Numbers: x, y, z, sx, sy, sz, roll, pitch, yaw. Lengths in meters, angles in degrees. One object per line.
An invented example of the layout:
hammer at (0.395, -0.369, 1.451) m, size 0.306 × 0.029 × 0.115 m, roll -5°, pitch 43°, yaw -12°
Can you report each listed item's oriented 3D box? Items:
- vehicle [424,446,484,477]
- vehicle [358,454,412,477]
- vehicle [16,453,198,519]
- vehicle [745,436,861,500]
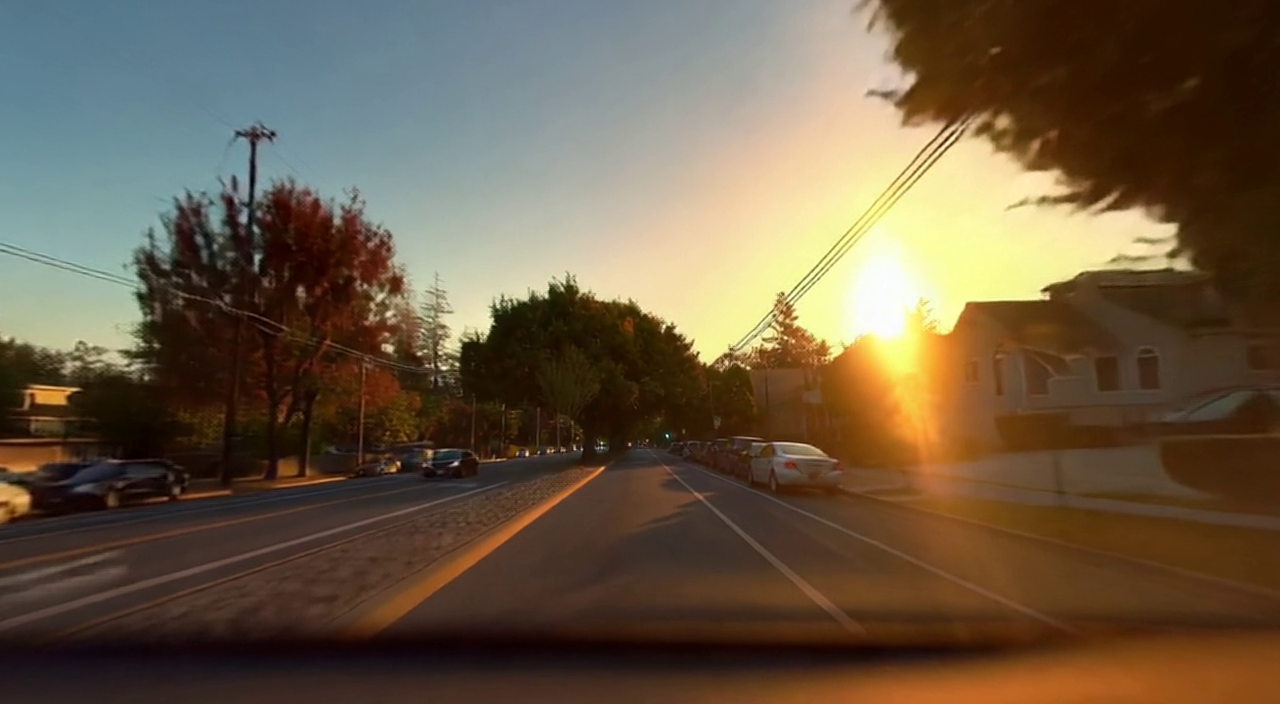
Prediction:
vehicle at (-10.171, 5.982, 34.914) m, size 1.978 × 1.566 × 4.357 m, roll -1°, pitch -8°, yaw 0°
vehicle at (-17.868, 7.934, 44.410) m, size 1.921 × 1.480 × 4.392 m, roll -1°, pitch -8°, yaw 1°
vehicle at (-17.808, 4.451, 21.518) m, size 2.105 × 1.734 × 4.673 m, roll -4°, pitch -8°, yaw 1°
vehicle at (4.415, 3.203, 17.932) m, size 1.927 × 1.523 × 4.668 m, roll 0°, pitch -8°, yaw -1°
